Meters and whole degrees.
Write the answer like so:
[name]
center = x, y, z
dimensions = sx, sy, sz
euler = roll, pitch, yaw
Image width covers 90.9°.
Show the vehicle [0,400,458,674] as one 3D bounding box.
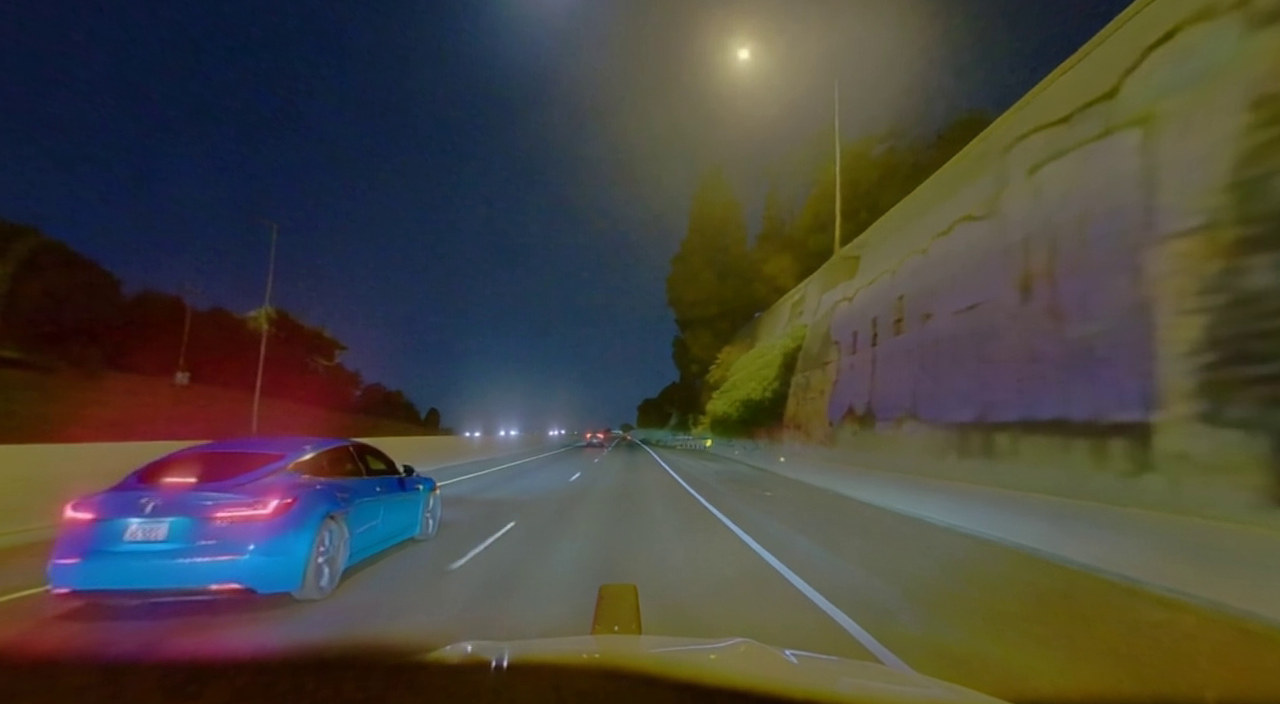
[vehicle]
center = -3.449, 1.365, 5.957
dimensions = 2.108, 1.555, 4.574
euler = 0, -8, 0
